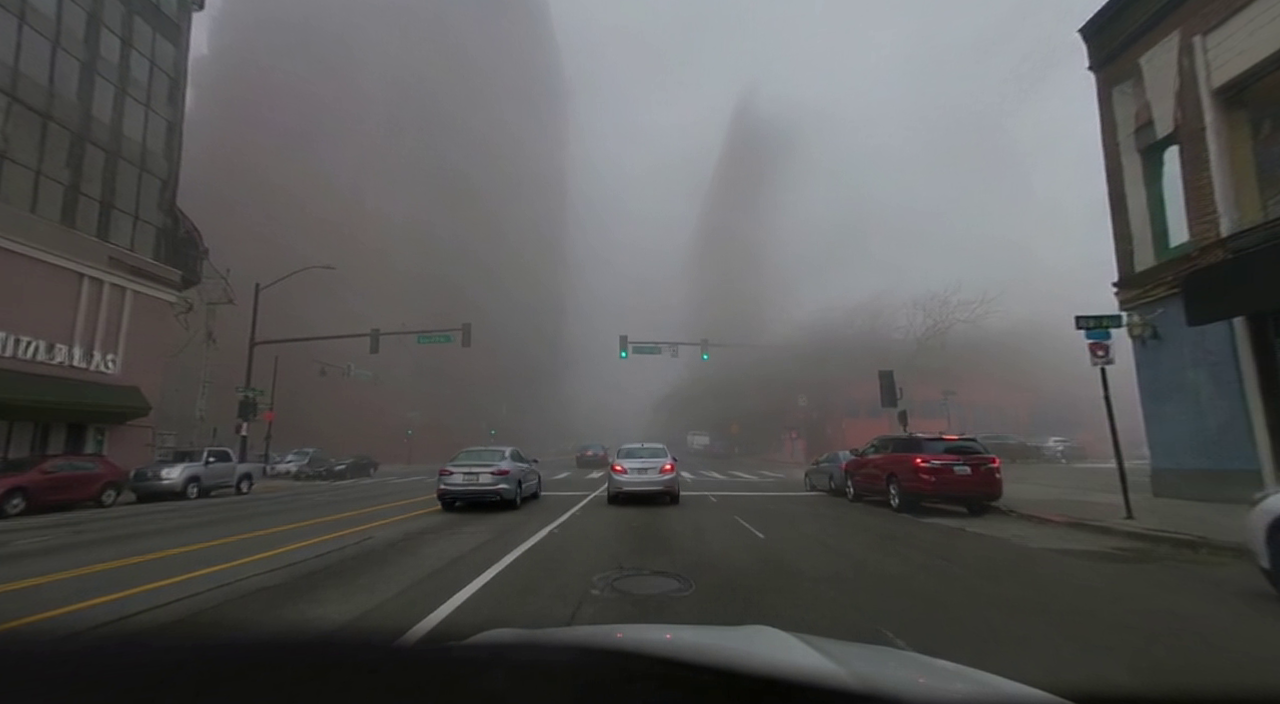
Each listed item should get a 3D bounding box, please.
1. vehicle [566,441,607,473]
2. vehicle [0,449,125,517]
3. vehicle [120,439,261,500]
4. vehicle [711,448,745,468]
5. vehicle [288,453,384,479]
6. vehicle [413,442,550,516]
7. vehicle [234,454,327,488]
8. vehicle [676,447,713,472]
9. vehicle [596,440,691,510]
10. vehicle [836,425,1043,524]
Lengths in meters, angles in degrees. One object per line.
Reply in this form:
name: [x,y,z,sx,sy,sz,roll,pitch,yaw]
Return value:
vehicle: [-3.096,6.208,37.431,2.007,1.736,4.185,0,-9,1]
vehicle: [-17.108,3.563,17.501,1.888,1.692,4.356,0,-9,0]
vehicle: [-16.549,4.310,23.706,2.239,1.963,5.779,2,-9,-14]
vehicle: [6.849,8.308,49.409,1.944,1.462,4.406,0,-9,0]
vehicle: [-18.874,7.057,39.174,5.163,1.510,2.174,-2,-9,15]
vehicle: [-3.431,2.823,14.562,1.950,1.450,4.257,0,-9,2]
vehicle: [-17.207,5.686,30.439,1.774,1.436,4.473,0,-9,1]
vehicle: [3.415,6.844,40.472,2.047,1.463,4.514,0,-9,1]
vehicle: [0.065,2.954,15.612,2.037,1.484,4.073,0,-9,0]
vehicle: [6.552,2.742,14.739,2.289,1.867,5.322,0,-9,1]
